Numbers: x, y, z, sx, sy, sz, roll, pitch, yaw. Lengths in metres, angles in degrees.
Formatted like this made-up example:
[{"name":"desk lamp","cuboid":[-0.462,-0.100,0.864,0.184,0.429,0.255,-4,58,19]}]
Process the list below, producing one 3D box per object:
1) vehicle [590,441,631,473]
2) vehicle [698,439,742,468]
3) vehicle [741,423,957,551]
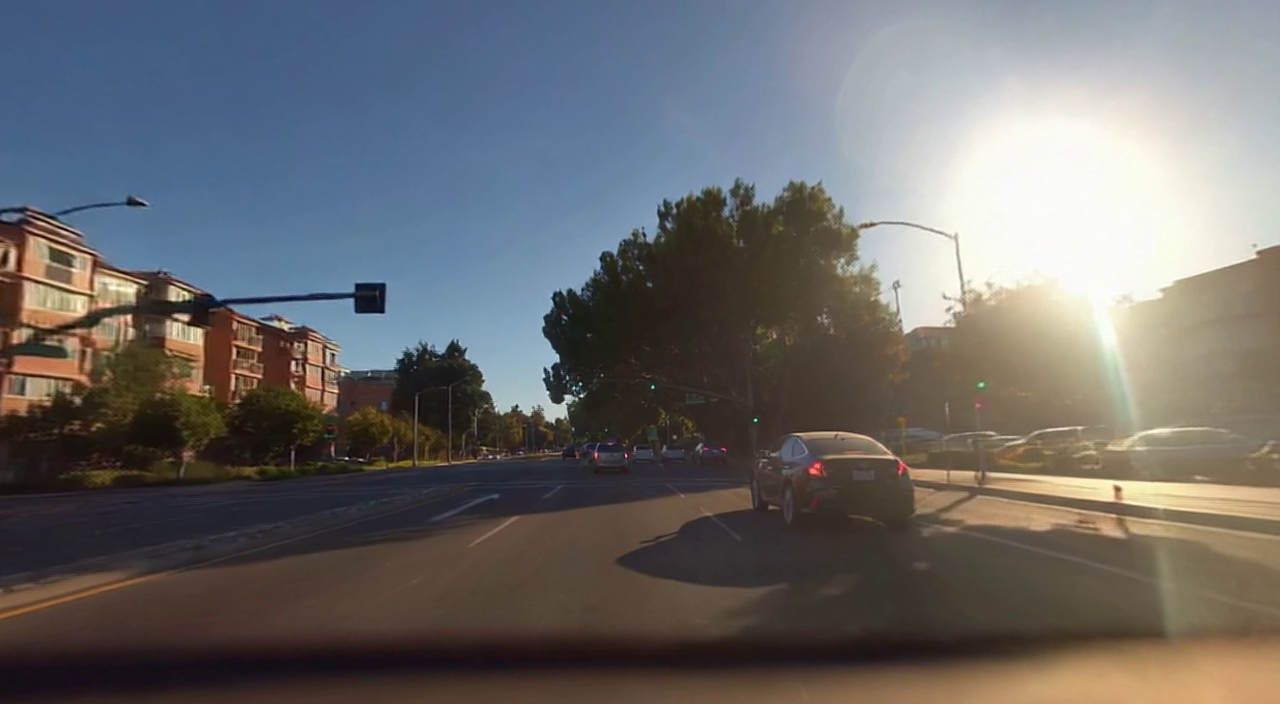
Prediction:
[{"name":"vehicle","cuboid":[-1.571,5.698,34.510,2.101,1.641,4.341,0,-9,-2]},{"name":"vehicle","cuboid":[5.432,6.980,43.652,2.052,1.886,5.297,1,-9,-4]},{"name":"vehicle","cuboid":[3.142,2.131,10.729,1.893,1.664,4.670,0,-9,-2]}]
